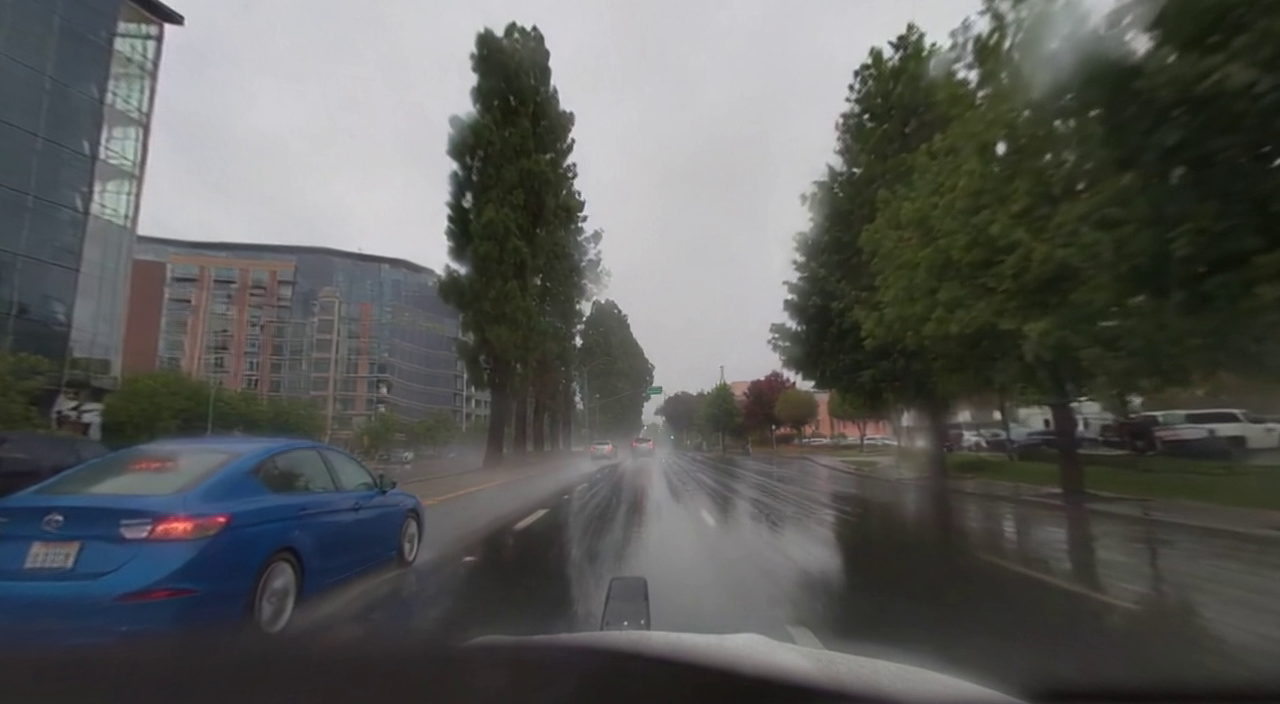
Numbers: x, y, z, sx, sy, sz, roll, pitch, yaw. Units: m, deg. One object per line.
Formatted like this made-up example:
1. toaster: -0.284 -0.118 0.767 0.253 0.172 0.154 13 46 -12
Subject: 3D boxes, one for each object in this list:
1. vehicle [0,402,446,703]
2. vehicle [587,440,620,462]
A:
1. vehicle: -3.387 1.387 5.267 2.009 1.489 4.543 -5 -8 0
2. vehicle: -2.837 7.759 49.468 2.197 1.486 4.654 -4 -8 0
